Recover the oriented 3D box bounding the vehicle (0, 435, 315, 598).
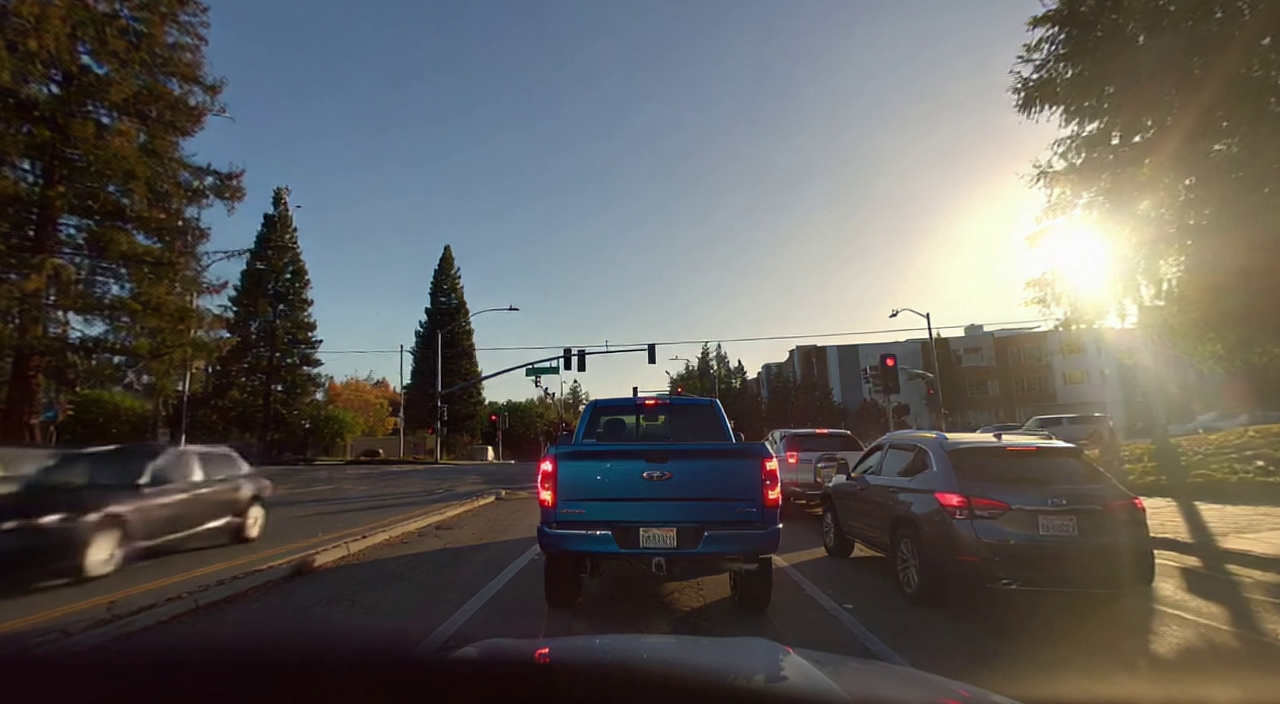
[{"bbox_3d":[-6.345,1.828,7.995,1.994,1.469,4.367,0,-8,2],"label":"vehicle"}]

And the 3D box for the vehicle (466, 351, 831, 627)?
[{"bbox_3d":[0.089,1.389,7.382,2.636,2.011,5.425,0,-8,1],"label":"vehicle"}]

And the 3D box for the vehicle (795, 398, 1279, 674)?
[{"bbox_3d":[3.332,1.501,6.479,2.155,1.667,5.162,0,-8,0],"label":"vehicle"}]
